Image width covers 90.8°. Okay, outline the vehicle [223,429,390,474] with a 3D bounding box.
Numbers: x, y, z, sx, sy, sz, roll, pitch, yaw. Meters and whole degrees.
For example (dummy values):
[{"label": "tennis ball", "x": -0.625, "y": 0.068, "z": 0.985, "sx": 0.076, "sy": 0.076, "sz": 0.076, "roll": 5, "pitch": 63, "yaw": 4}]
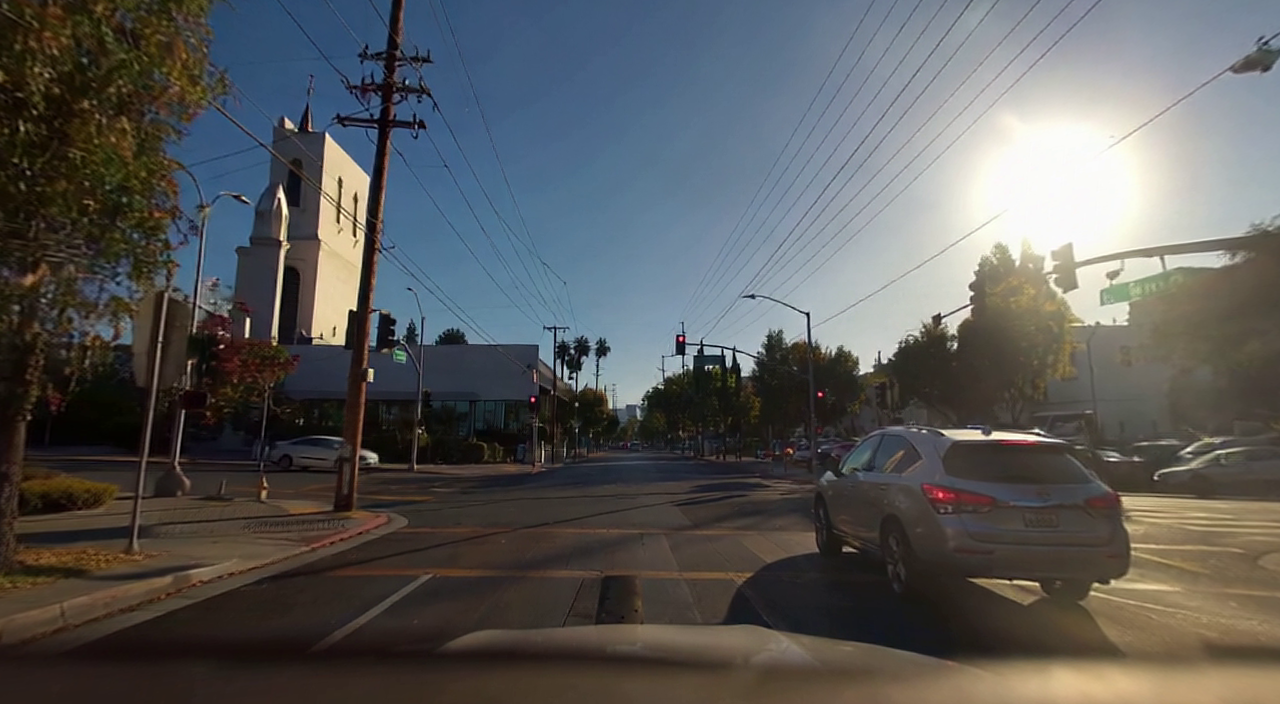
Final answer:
[{"label": "vehicle", "x": -11.564, "y": 3.474, "z": 22.129, "sx": 4.718, "sy": 1.497, "sz": 2.032, "roll": 0, "pitch": -9, "yaw": 4}]
